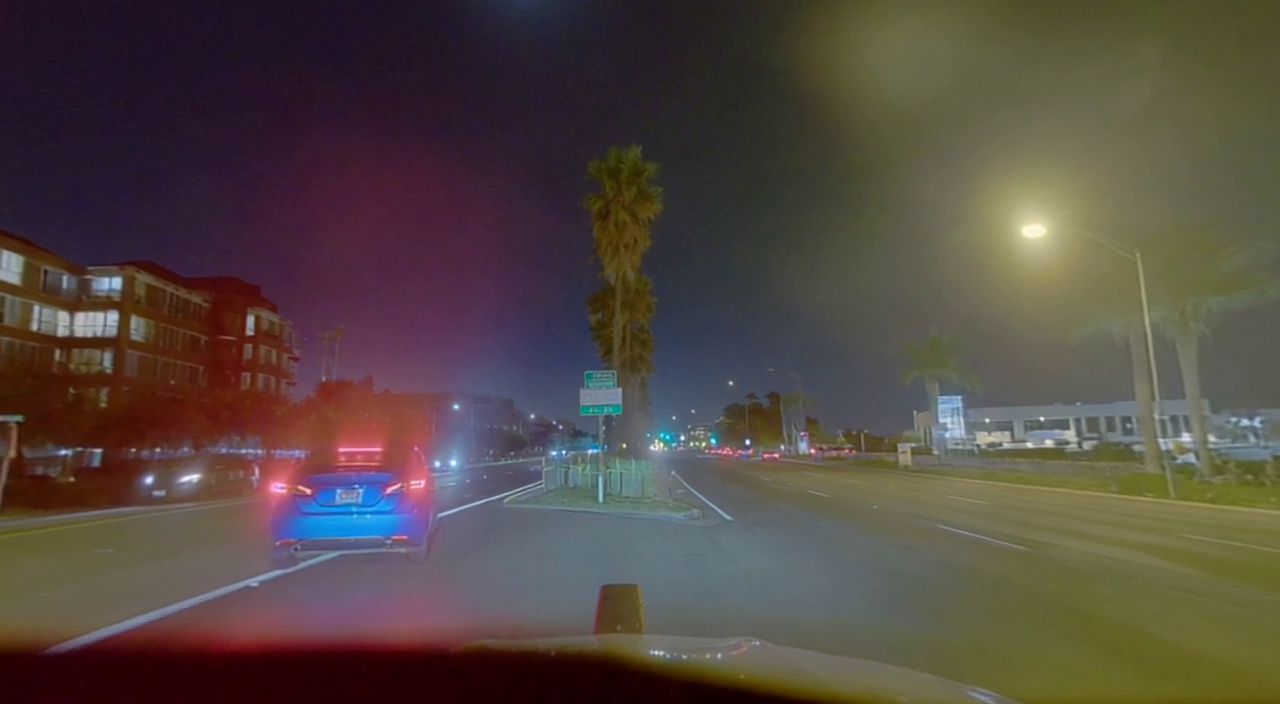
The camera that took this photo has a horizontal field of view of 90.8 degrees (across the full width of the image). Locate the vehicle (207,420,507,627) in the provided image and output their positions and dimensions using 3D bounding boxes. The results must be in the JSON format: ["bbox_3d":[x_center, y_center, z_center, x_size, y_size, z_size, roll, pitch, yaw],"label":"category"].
[{"bbox_3d":[-3.357,1.586,6.947,1.986,1.473,4.382,6,-11,-37],"label":"vehicle"}]

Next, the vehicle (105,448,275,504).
[{"bbox_3d":[-13.437,3.694,19.317,2.099,1.464,4.615,1,-9,-5],"label":"vehicle"}]
